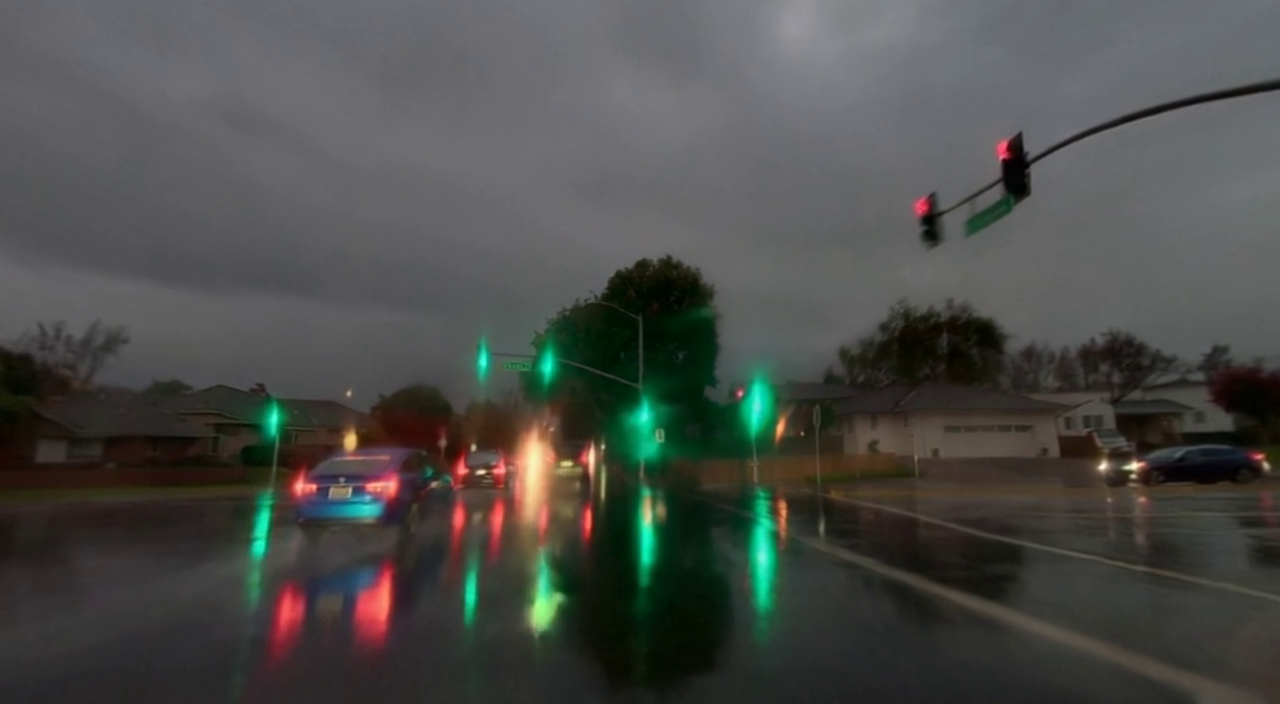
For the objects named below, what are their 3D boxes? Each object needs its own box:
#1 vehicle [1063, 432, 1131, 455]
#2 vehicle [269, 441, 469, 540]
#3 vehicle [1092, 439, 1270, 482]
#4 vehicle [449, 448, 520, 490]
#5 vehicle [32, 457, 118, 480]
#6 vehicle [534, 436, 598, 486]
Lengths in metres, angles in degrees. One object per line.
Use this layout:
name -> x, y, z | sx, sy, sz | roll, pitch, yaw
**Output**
vehicle -> 31.527, 6.346, 43.742 | 1.905, 1.483, 4.322 | -1, -9, 7
vehicle -> -4.792, 2.482, 12.098 | 1.977, 1.488, 4.741 | 0, -9, -3
vehicle -> 19.060, 3.849, 22.465 | 4.353, 1.431, 1.876 | -2, -9, 9
vehicle -> -5.980, 4.511, 24.820 | 1.934, 1.459, 4.368 | 0, -9, -4
vehicle -> -39.277, 8.103, 44.064 | 1.703, 1.466, 4.296 | -1, -9, 8
vehicle -> -3.001, 4.479, 26.262 | 2.396, 1.881, 4.606 | 1, -9, -5
